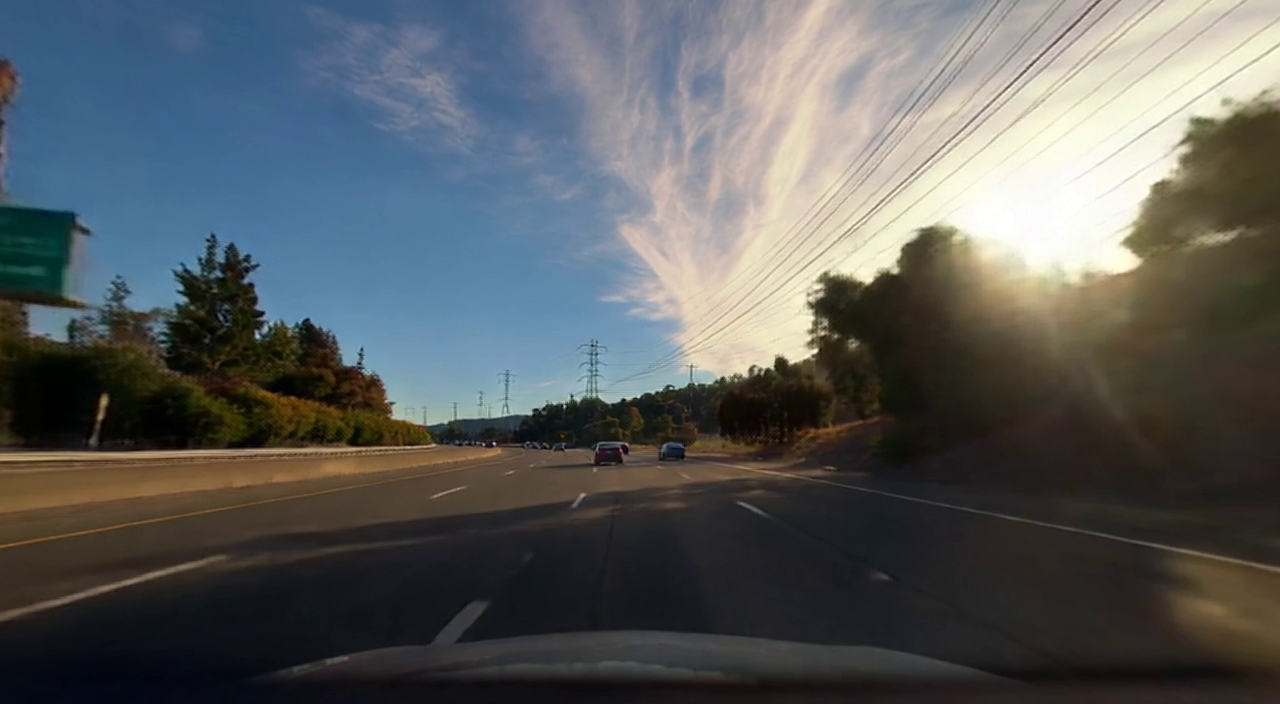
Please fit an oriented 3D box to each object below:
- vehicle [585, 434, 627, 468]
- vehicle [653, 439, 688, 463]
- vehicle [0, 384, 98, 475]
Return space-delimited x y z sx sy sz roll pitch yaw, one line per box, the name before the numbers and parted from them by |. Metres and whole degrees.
vehicle | -1.852 5.382 34.397 2.188 1.714 3.921 0 -8 -3
vehicle | 1.931 6.498 41.500 1.789 1.503 3.897 1 -8 -5
vehicle | -26.210 3.342 26.945 2.513 3.577 4.197 1 -9 -8
